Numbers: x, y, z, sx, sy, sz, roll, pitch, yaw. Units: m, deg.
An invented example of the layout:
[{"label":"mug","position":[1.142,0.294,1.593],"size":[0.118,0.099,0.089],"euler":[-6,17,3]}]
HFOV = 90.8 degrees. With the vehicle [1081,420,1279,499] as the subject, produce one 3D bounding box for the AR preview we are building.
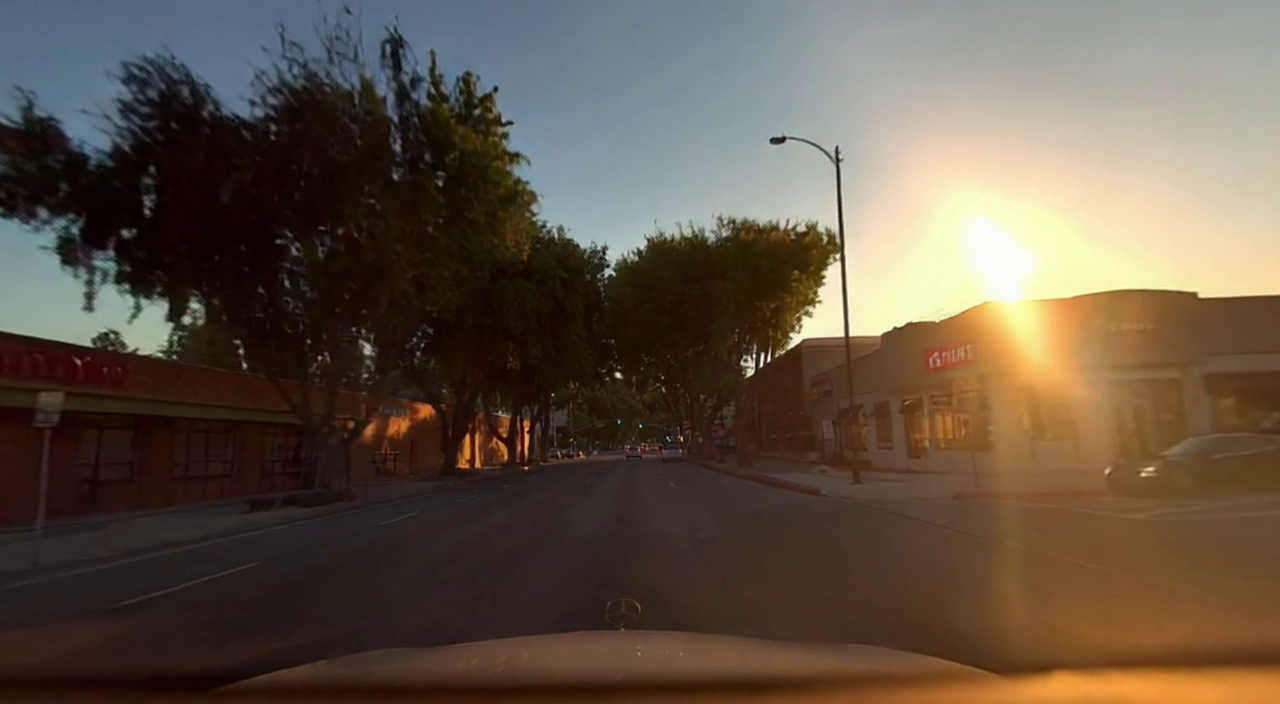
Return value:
[{"label":"vehicle","position":[11.828,2.140,12.697],"size":[4.404,1.445,1.844],"euler":[-1,-9,7]}]
